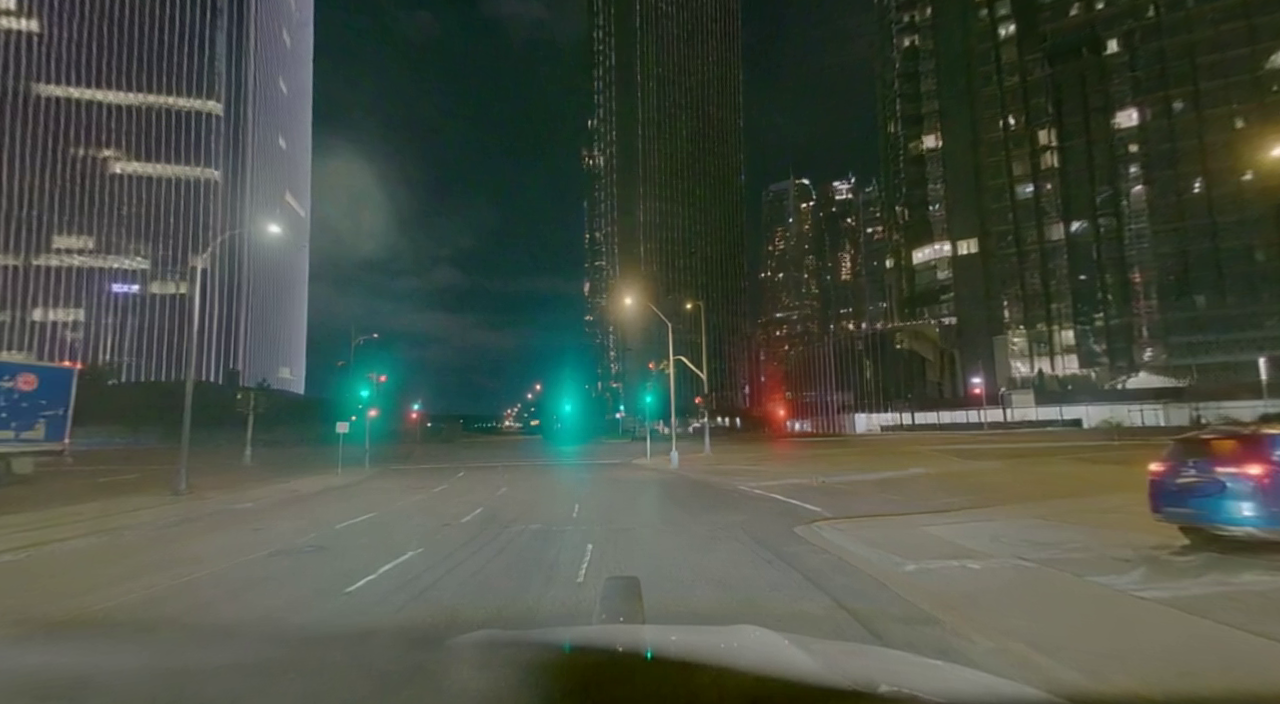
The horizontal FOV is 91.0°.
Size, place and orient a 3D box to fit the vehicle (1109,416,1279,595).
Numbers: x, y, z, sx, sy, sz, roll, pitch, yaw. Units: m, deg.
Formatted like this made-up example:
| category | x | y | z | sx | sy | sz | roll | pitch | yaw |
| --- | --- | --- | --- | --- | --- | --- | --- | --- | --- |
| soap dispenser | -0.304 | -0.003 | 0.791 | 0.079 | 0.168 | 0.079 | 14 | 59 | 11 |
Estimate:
| category | x | y | z | sx | sy | sz | roll | pitch | yaw |
| --- | --- | --- | --- | --- | --- | --- | --- | --- | --- |
| vehicle | 6.604 | 1.206 | 4.781 | 2.089 | 1.481 | 4.436 | 2 | -9 | -15 |
